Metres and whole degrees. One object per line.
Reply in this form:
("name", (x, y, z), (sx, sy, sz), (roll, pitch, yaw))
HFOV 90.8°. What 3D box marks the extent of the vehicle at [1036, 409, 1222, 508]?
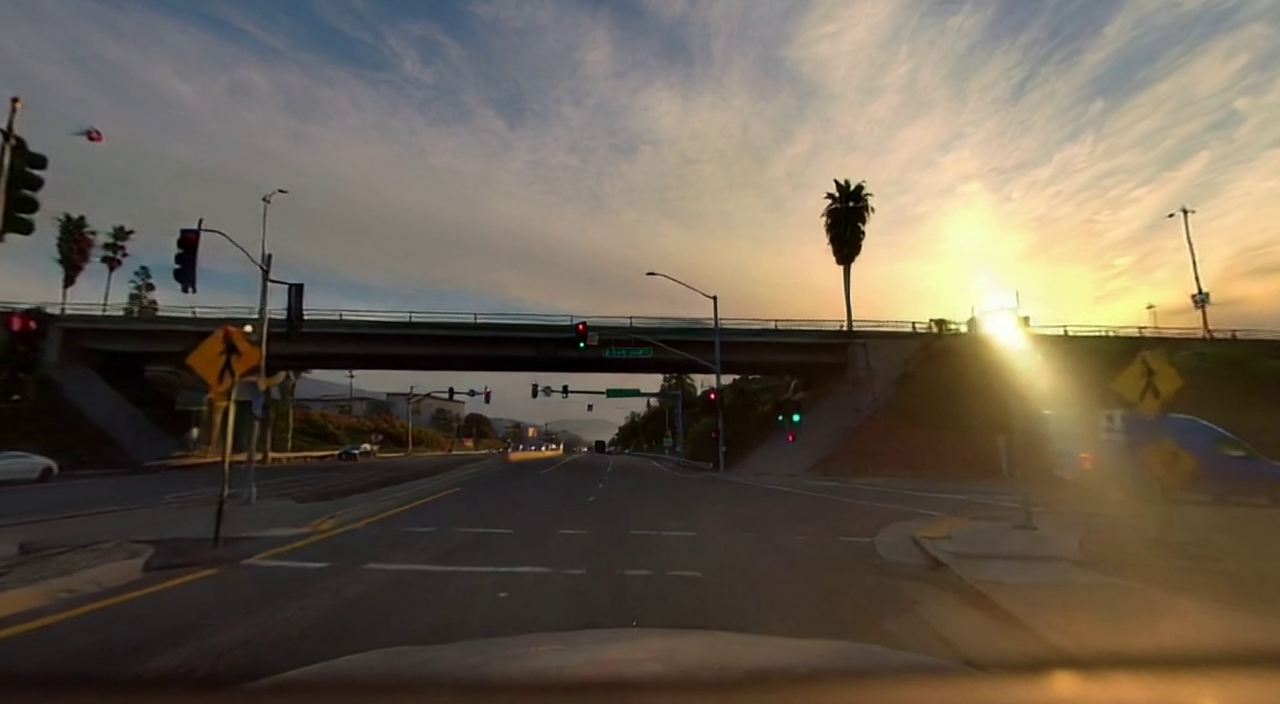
("vehicle", (16.241, 3.524, 21.172), (4.180, 3.020, 2.606), (2, -9, -12))
